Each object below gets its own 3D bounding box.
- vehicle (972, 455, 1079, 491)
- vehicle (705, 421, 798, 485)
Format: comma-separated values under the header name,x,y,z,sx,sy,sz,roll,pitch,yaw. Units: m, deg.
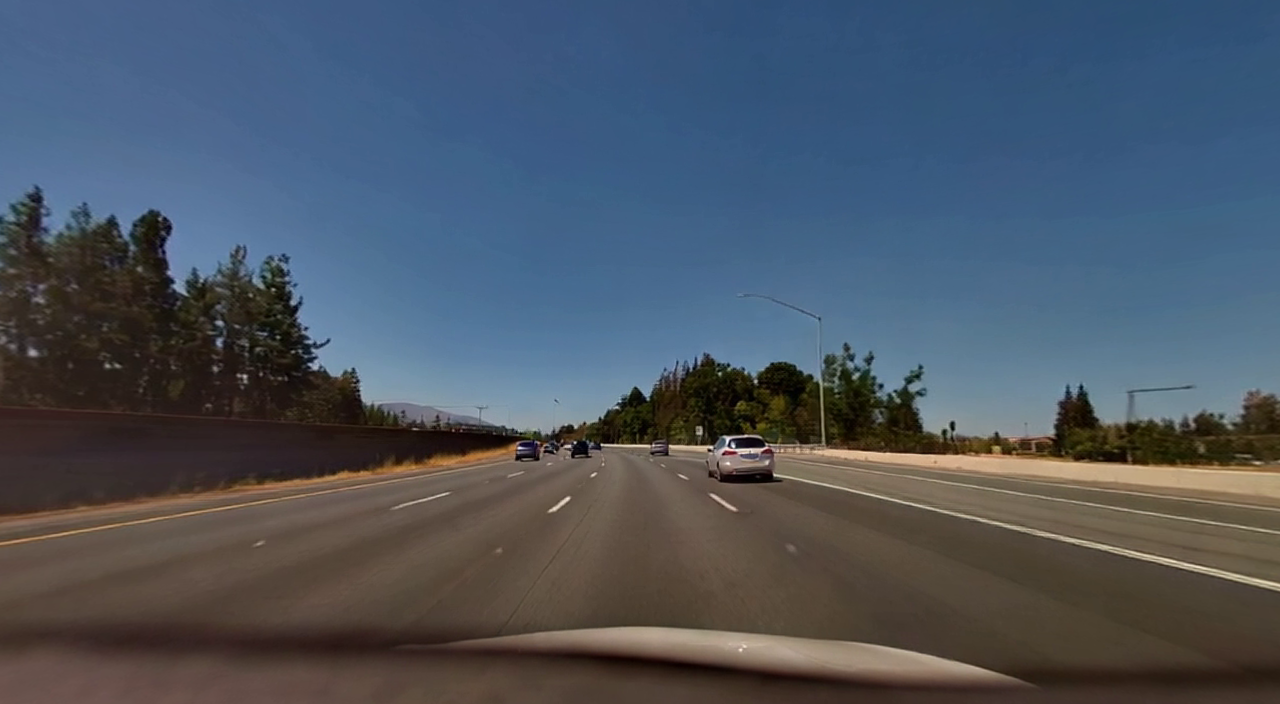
name,x,y,z,sx,sy,sz,roll,pitch,yaw
vehicle,19.491,6.080,32.188,2.033,1.580,4.752,1,-8,-8
vehicle,3.421,3.223,20.317,2.043,1.795,4.347,0,-8,-2
